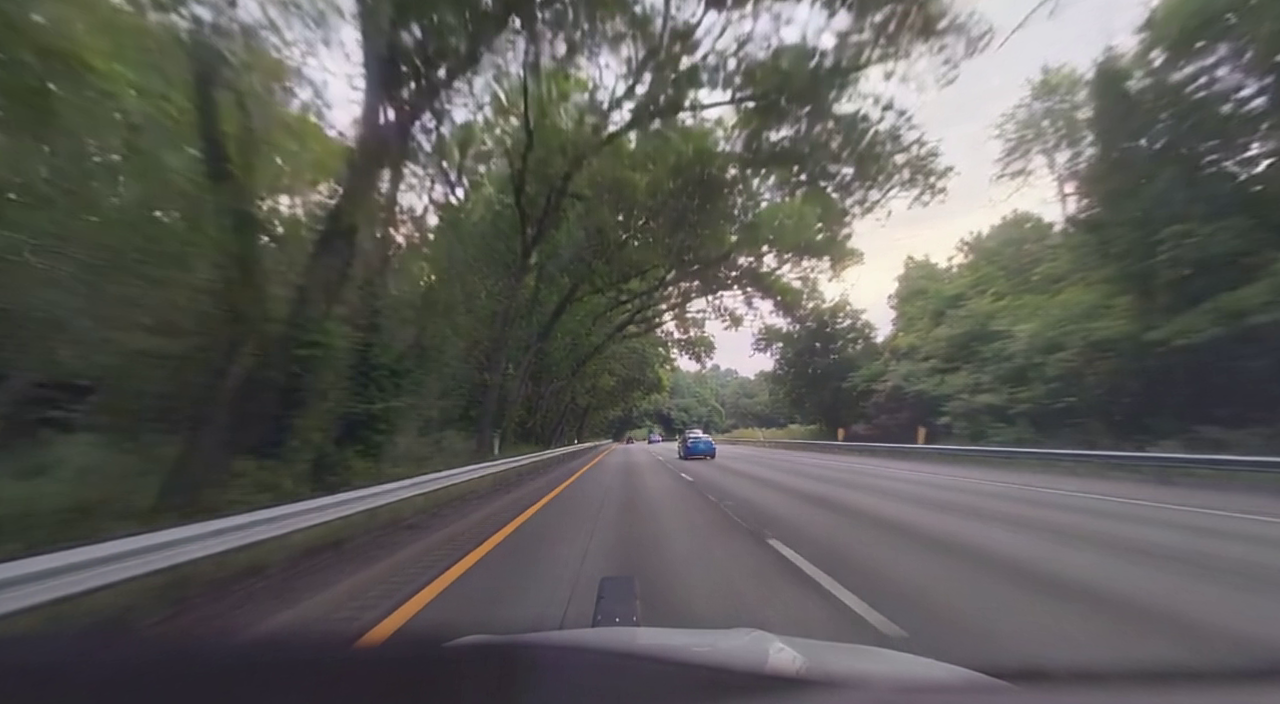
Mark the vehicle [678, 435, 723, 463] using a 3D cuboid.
[{"bbox_3d":[3.335,5.411,35.416,2.017,1.502,4.369,0,-8,-1],"label":"vehicle"}]
